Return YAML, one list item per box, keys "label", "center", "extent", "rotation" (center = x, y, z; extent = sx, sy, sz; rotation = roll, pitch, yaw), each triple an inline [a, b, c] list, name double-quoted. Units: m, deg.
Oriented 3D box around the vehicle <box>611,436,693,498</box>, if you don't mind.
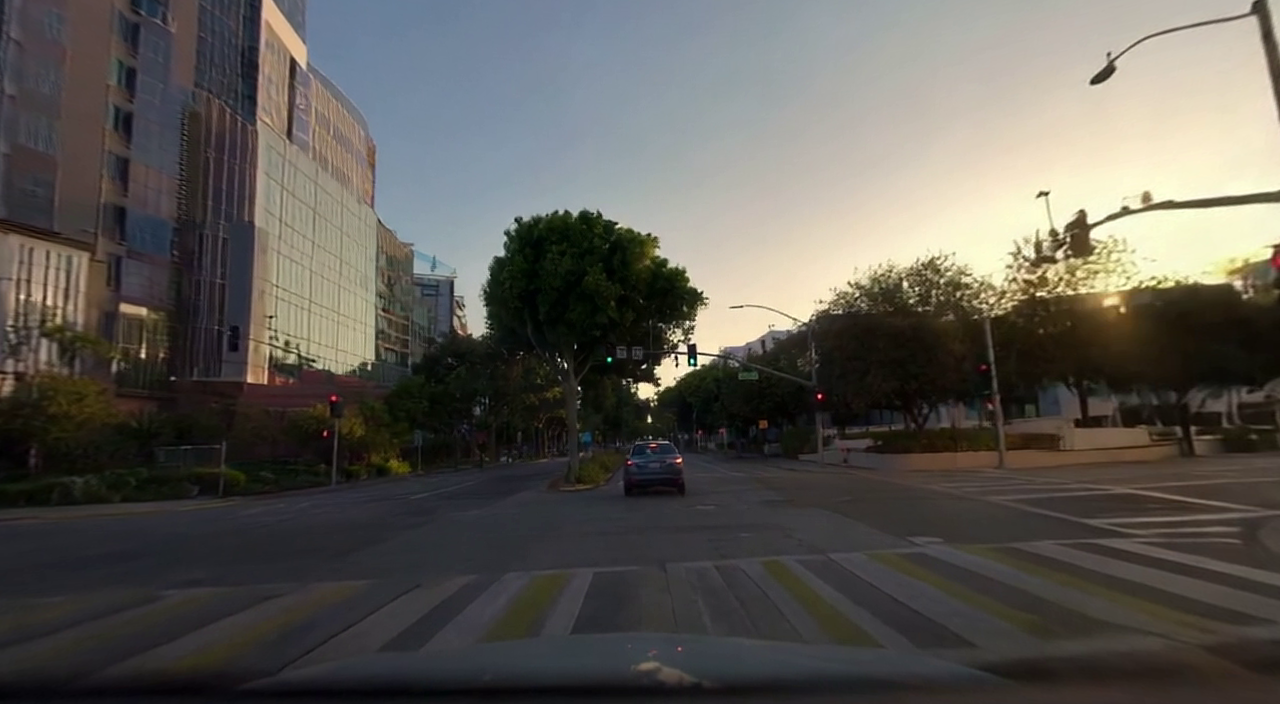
- label: "vehicle"
  center: [0.264, 3.387, 18.951]
  extent: [2.184, 1.640, 4.086]
  rotation: [0, -8, -2]
